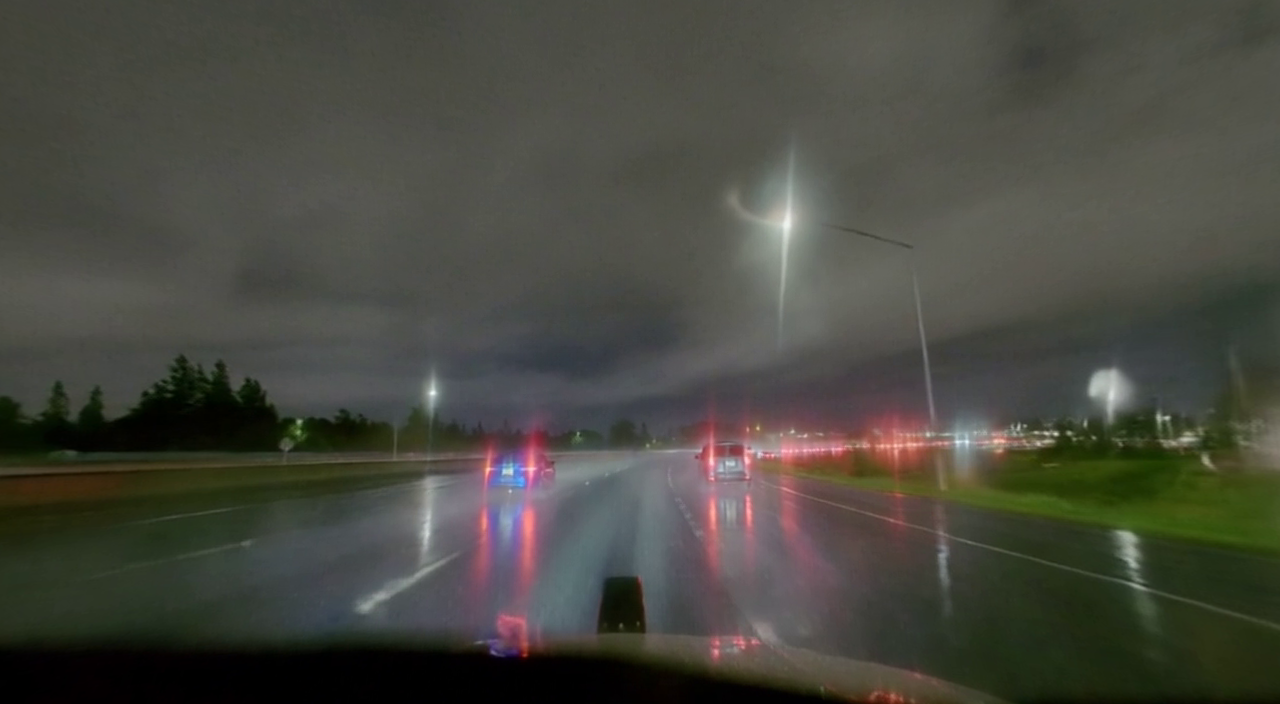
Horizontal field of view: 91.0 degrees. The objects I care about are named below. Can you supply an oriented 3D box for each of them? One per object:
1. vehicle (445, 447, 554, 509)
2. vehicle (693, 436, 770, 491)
[{"bbox_3d":[-3.717,3.405,17.503,1.937,1.490,4.372,0,-9,1],"label":"vehicle"},{"bbox_3d":[3.301,4.132,23.631,2.225,1.833,4.340,0,-9,0],"label":"vehicle"}]
